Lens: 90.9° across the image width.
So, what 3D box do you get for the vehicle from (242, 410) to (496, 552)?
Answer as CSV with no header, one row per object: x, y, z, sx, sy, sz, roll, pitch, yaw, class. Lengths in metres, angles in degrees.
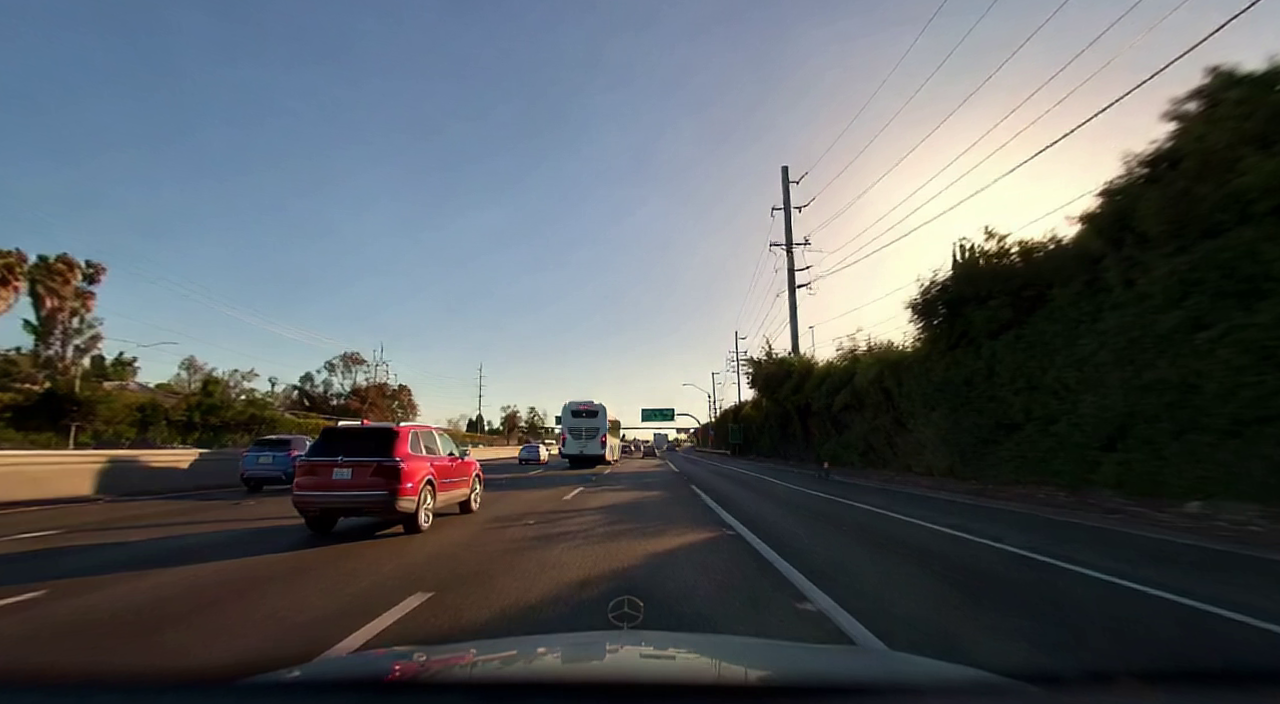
-3.839,1.911,9.952,2.021,1.730,4.223,0,-9,1,vehicle

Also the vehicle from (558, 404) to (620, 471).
-3.060,5.631,41.088,2.964,3.735,11.465,0,-8,1,vehicle
